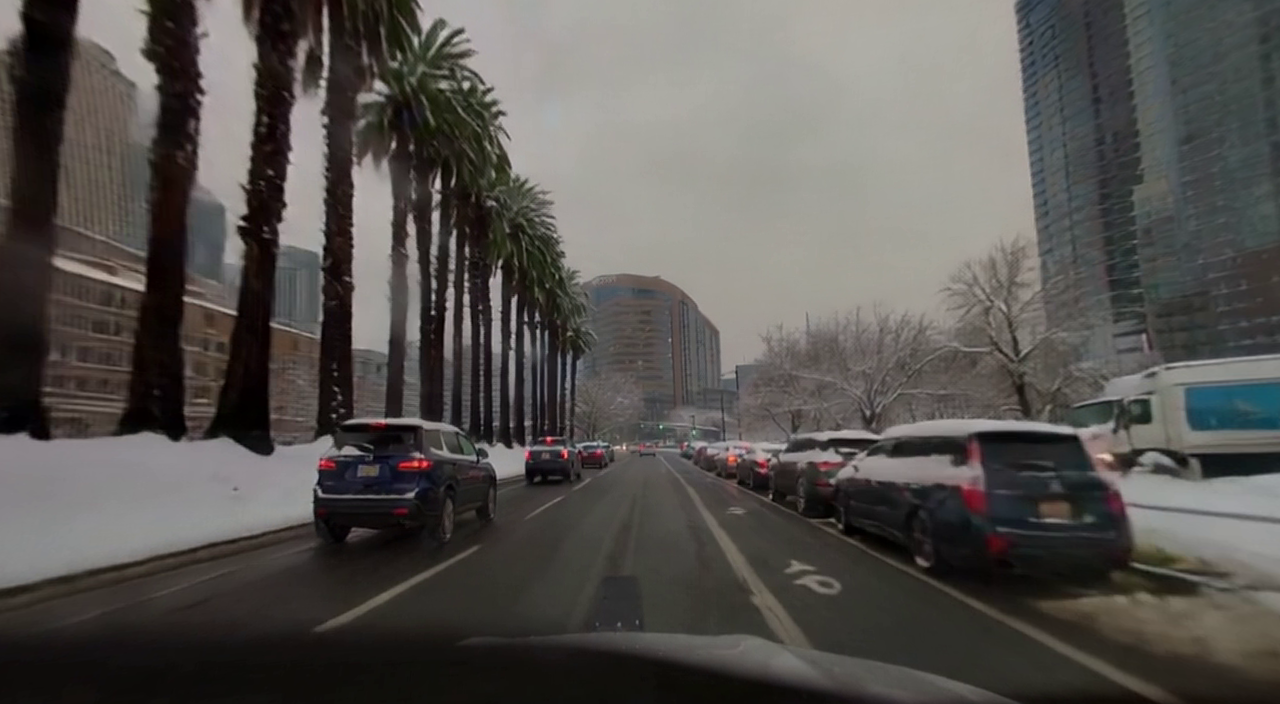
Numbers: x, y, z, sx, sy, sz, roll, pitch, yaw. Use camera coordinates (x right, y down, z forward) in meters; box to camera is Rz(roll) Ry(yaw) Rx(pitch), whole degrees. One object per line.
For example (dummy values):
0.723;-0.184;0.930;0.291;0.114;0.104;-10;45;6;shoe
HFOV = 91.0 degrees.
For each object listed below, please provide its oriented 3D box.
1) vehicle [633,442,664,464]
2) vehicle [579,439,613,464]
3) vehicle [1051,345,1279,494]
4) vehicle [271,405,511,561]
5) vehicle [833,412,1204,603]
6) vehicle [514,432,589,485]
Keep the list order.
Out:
0.564;7.069;44.218;2.036;1.461;3.890;0;-8;-1;vehicle
-2.960;6.811;43.303;1.955;1.637;4.243;0;-8;1;vehicle
16.430;1.629;15.253;10.428;3.452;2.869;-6;-10;36;vehicle
-3.338;1.833;9.500;1.800;1.797;4.224;0;-8;1;vehicle
4.237;1.784;8.285;1.965;1.735;4.835;0;-8;2;vehicle
-3.121;3.850;23.135;2.014;1.740;4.392;0;-8;1;vehicle
